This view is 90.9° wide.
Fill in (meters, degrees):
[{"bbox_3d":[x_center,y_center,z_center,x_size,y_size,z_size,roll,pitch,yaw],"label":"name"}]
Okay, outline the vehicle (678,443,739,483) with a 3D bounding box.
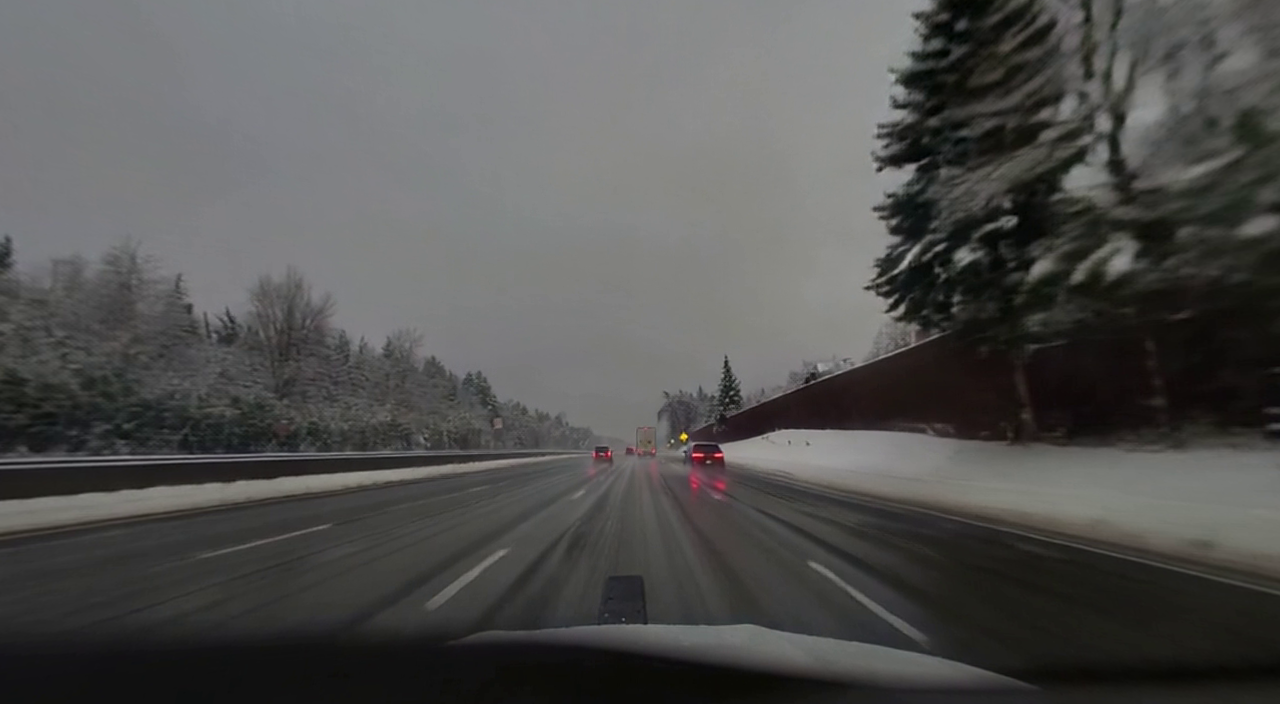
[{"bbox_3d":[2.808,4.678,26.700,1.973,1.536,4.337,0,-9,-2],"label":"vehicle"}]
